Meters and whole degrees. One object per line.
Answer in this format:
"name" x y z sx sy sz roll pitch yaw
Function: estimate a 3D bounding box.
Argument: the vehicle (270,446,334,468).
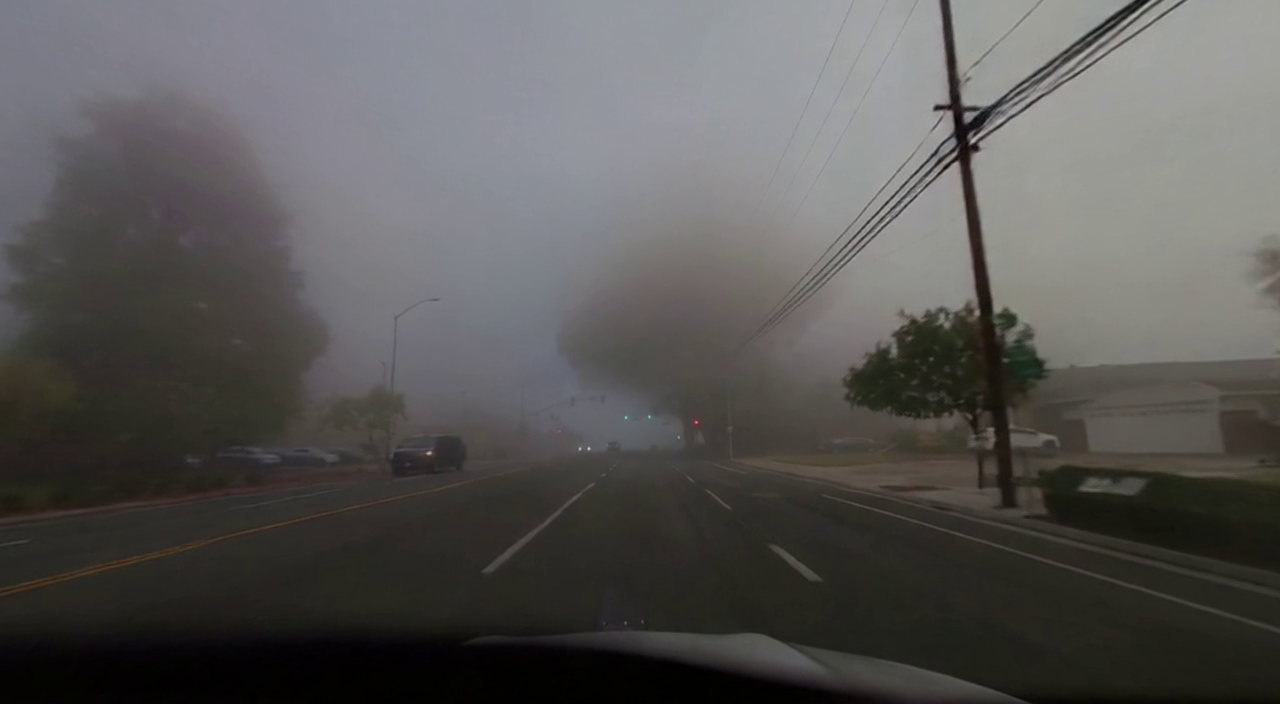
"vehicle" -22.532 7.010 42.081 3.348 1.380 1.584 2 -8 -7

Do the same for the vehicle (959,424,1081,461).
"vehicle" 18.478 4.431 30.835 4.591 1.718 2.107 0 -9 -2

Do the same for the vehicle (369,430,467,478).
"vehicle" -10.040 4.660 29.127 2.294 1.975 5.773 0 -9 1

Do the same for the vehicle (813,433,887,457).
"vehicle" 15.275 6.803 46.056 4.625 1.467 1.991 -3 -8 2

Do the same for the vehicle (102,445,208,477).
"vehicle" -22.204 4.999 28.957 3.459 1.419 1.631 0 -9 -2
